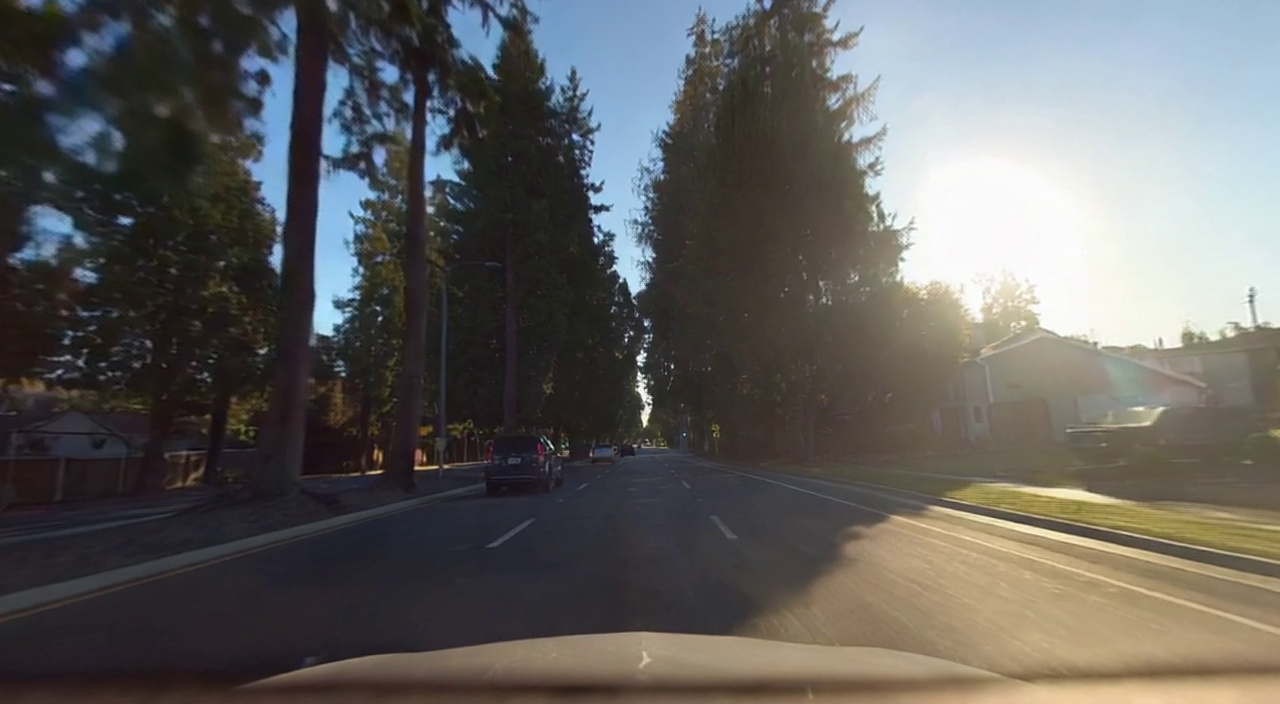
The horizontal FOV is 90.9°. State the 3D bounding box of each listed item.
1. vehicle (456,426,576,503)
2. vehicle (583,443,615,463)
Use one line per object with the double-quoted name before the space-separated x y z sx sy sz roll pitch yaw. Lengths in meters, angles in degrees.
"vehicle" -2.987 2.845 16.333 2.058 1.671 4.704 0 -8 1
"vehicle" -3.030 7.610 47.614 2.021 1.466 4.330 0 -8 1
